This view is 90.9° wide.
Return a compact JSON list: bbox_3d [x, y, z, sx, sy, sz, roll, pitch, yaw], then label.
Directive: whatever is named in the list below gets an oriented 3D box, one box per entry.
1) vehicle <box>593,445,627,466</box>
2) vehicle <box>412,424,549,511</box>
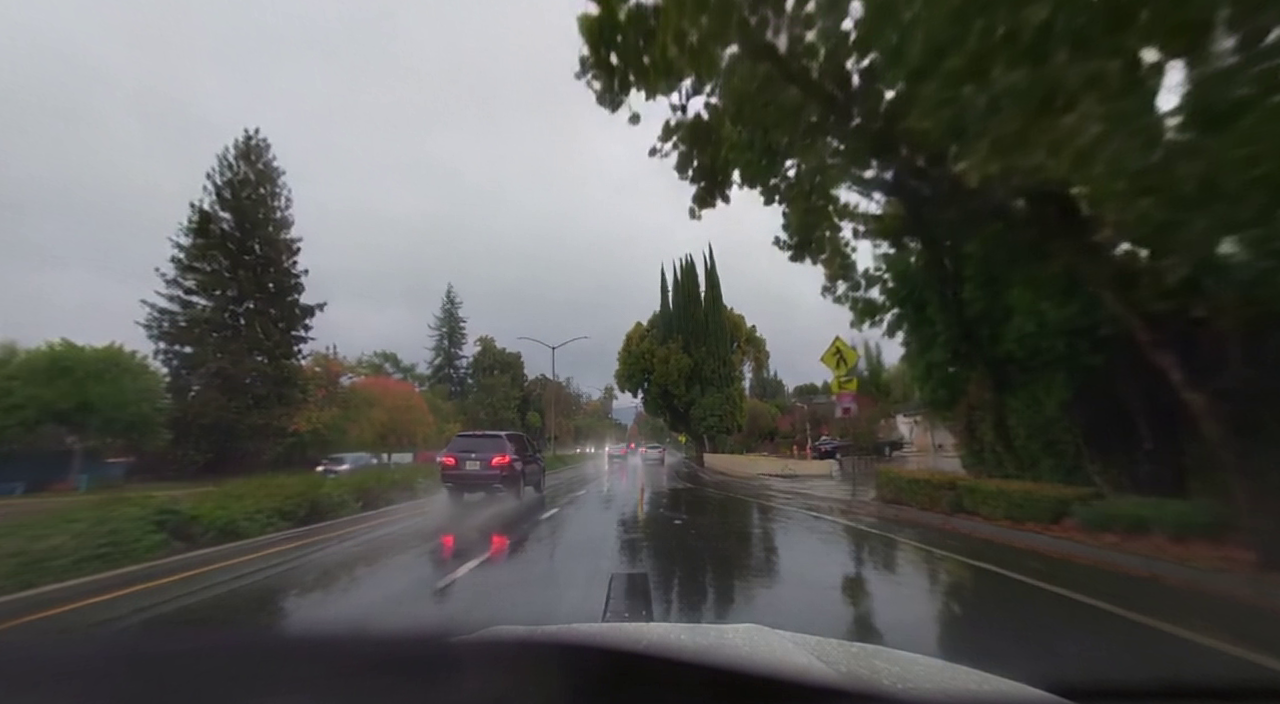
[{"bbox_3d":[-2.203,7.746,47.353,2.119,1.494,4.624,0,-8,2],"label":"vehicle"},{"bbox_3d":[-3.612,2.695,15.238,2.073,1.770,4.302,0,-8,2],"label":"vehicle"}]
